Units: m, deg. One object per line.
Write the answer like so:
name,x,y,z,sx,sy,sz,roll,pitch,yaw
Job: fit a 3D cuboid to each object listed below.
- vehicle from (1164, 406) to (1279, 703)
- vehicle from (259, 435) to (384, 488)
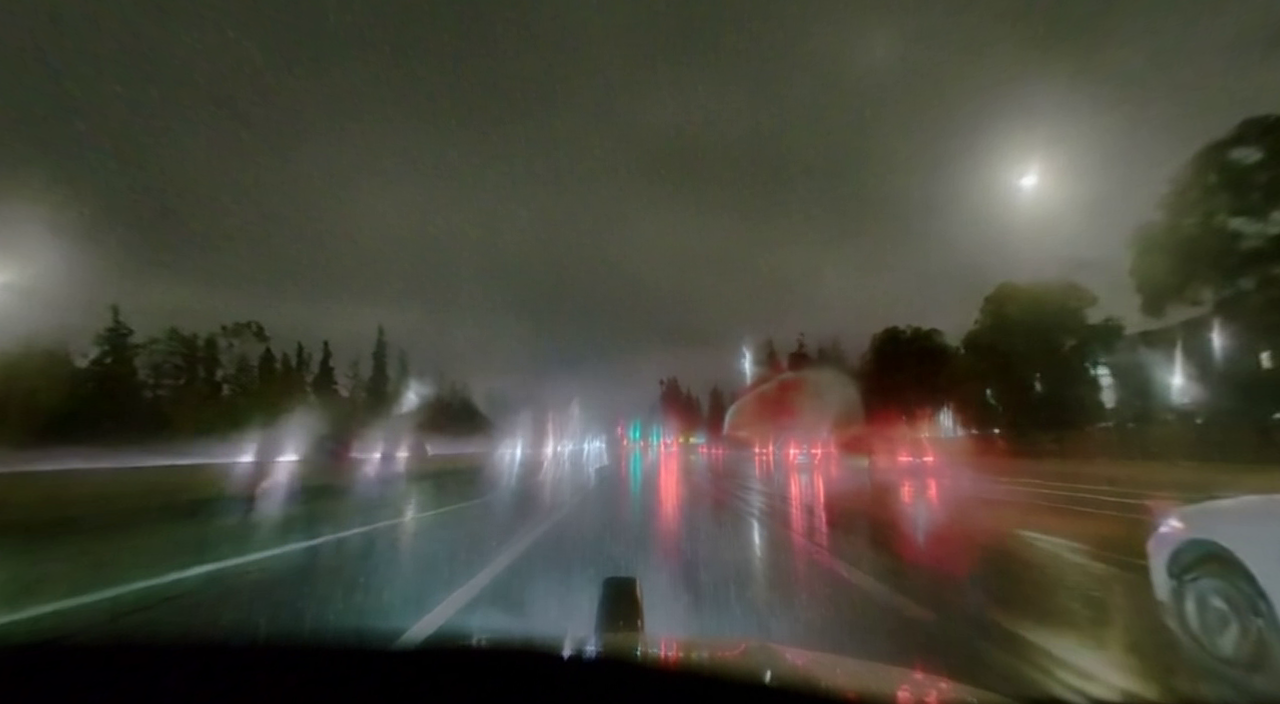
vehicle,3.880,0.707,0.954,2.018,1.477,4.800,0,-8,-1
vehicle,-10.157,3.506,20.566,1.943,1.511,4.119,0,-8,0
